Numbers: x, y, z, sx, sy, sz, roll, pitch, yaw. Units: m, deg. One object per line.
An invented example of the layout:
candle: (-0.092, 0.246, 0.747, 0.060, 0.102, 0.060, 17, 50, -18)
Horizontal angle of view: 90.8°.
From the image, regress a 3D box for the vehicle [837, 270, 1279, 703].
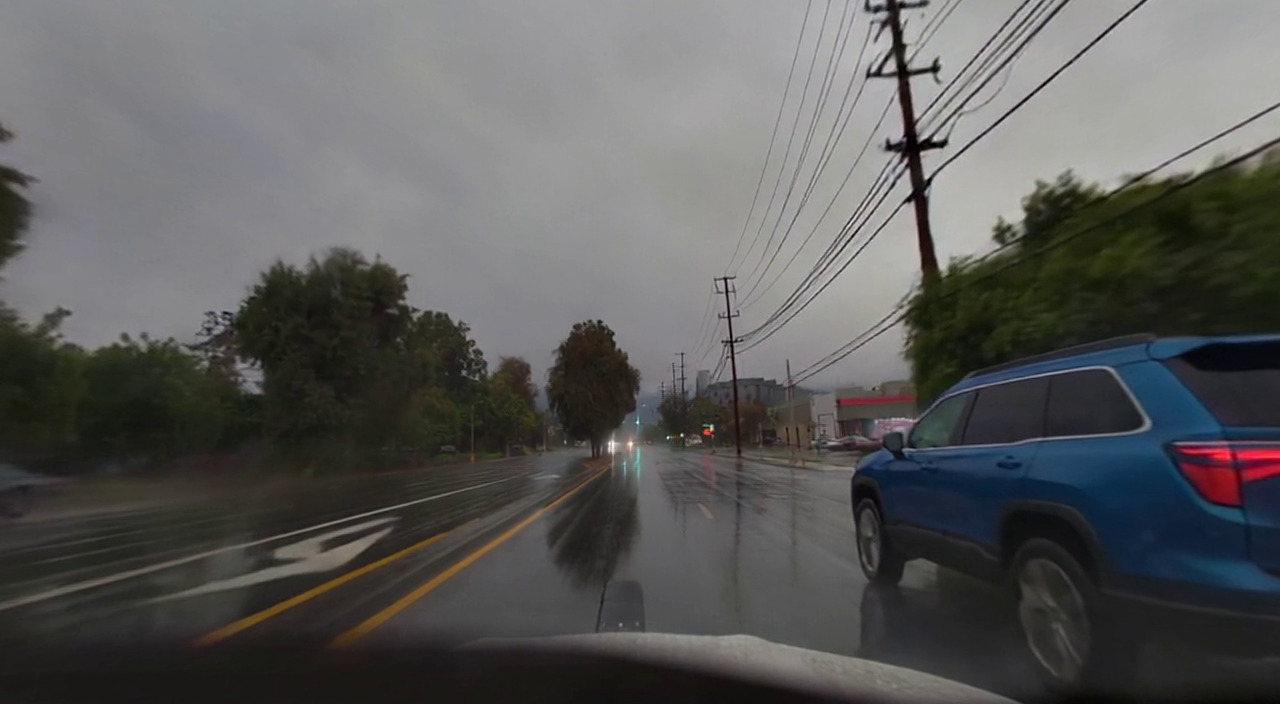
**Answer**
vehicle: (3.032, 0.948, 3.917, 2.060, 1.820, 4.713, 0, -9, 0)
